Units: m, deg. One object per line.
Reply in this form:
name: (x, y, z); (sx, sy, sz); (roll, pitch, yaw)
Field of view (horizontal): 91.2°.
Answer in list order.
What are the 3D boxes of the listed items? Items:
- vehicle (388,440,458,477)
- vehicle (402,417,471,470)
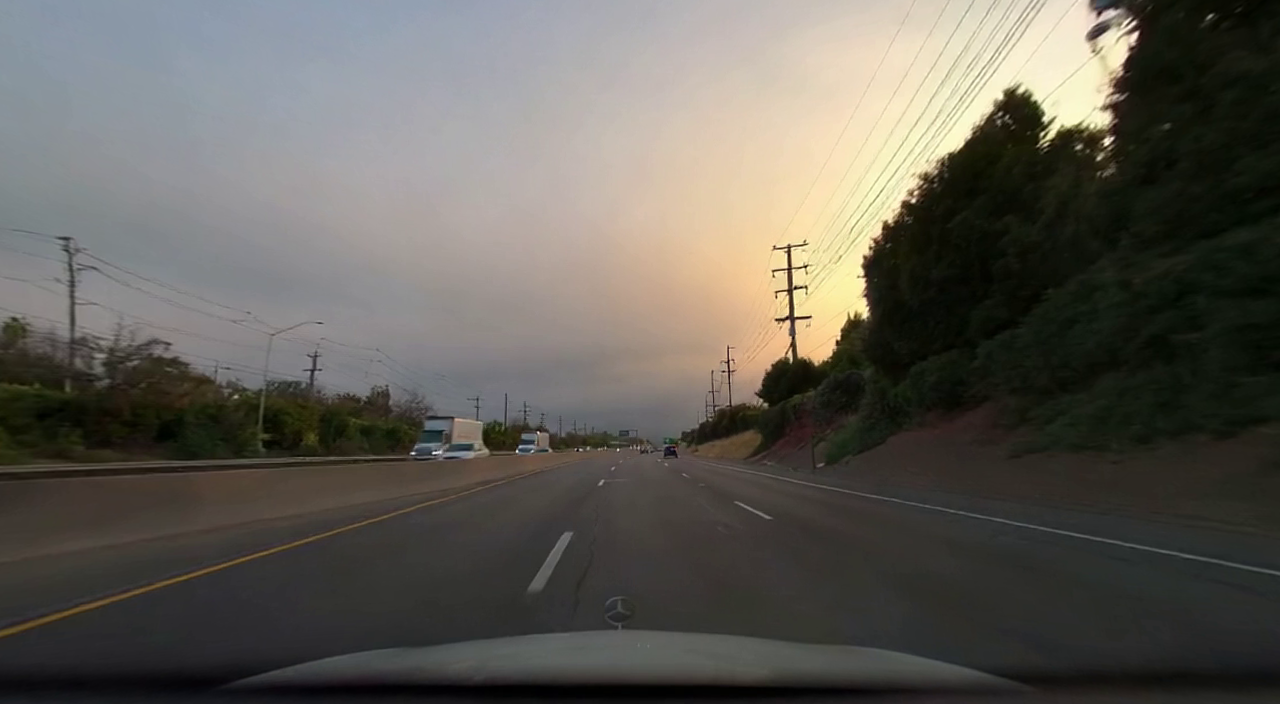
vehicle: (-11.576, 5.697, 33.793); (2.052, 1.796, 4.970); (0, -9, -1)
vehicle: (-15.306, 6.962, 47.632); (3.119, 3.694, 5.532); (0, -9, 2)
